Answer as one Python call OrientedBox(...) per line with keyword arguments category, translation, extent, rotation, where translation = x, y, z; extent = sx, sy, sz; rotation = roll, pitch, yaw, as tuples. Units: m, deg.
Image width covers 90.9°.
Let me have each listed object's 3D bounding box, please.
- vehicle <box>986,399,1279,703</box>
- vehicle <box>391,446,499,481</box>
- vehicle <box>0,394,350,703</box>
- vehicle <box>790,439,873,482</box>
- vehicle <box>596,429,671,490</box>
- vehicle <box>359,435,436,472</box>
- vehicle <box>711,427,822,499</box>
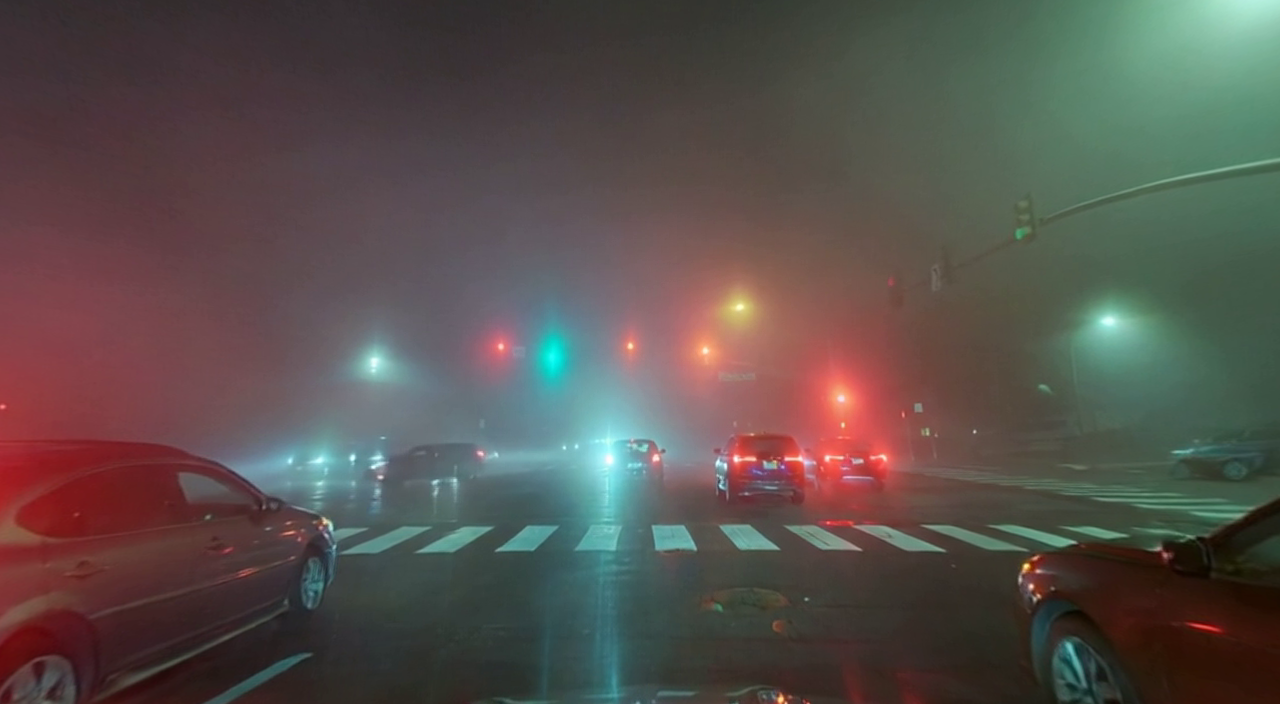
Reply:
OrientedBox(category="vehicle", translation=(3.088, 0.826, 1.637), extent=(1.960, 1.460, 4.233), rotation=(0, -8, 0))
OrientedBox(category="vehicle", translation=(-8.197, 4.708, 26.820), extent=(4.094, 1.328, 1.700), rotation=(0, -8, -5))
OrientedBox(category="vehicle", translation=(-3.564, 1.042, 3.345), extent=(1.941, 1.492, 4.399), rotation=(0, -8, 0))
OrientedBox(category="vehicle", translation=(6.813, 3.887, 22.882), extent=(1.847, 1.432, 4.039), rotation=(0, -8, 1))
OrientedBox(category="vehicle", translation=(-0.173, 3.443, 20.470), extent=(2.215, 1.749, 3.976), rotation=(0, -8, 1))
OrientedBox(category="vehicle", translation=(-13.971, 5.868, 36.699), extent=(2.196, 1.961, 5.359), rotation=(0, -8, 2))
OrientedBox(category="vehicle", translation=(3.278, 2.972, 17.281), extent=(2.097, 1.707, 4.461), rotation=(0, -8, 0))
